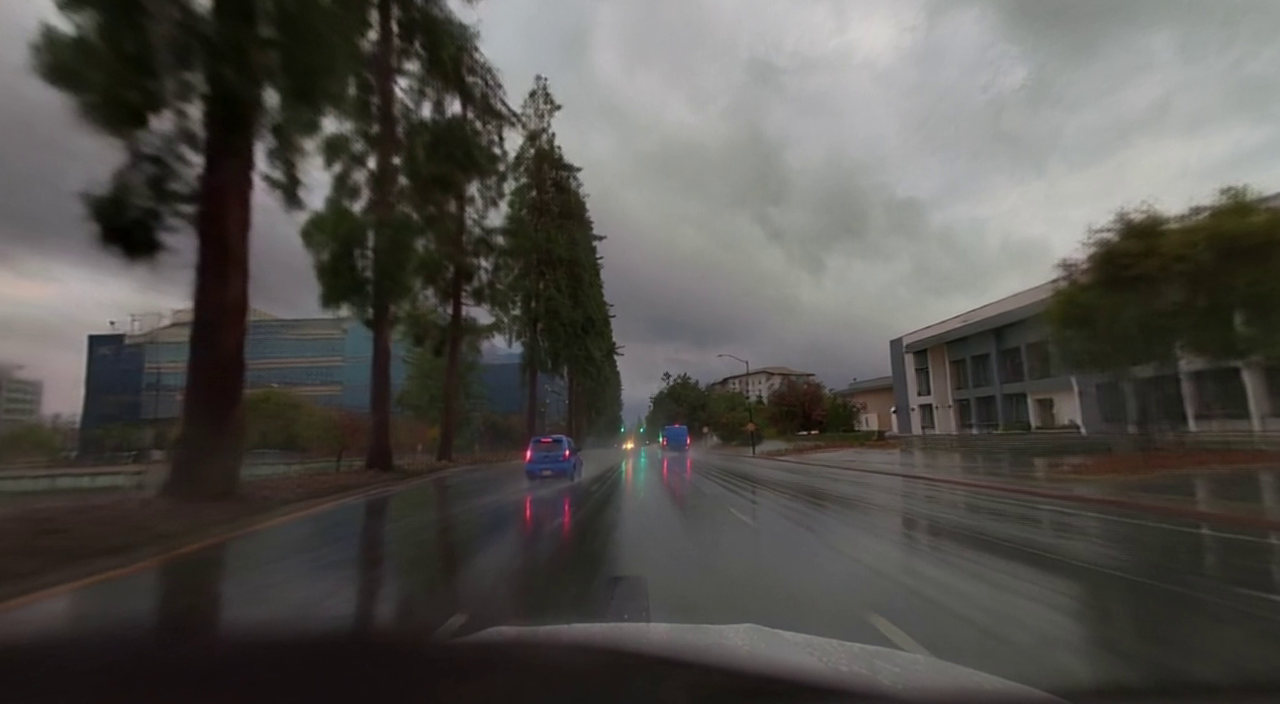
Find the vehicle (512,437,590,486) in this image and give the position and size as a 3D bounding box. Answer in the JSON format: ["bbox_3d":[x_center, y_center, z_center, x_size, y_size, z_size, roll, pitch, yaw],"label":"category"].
[{"bbox_3d":[-3.131,3.970,23.204,2.129,1.602,4.532,0,-8,1],"label":"vehicle"}]
